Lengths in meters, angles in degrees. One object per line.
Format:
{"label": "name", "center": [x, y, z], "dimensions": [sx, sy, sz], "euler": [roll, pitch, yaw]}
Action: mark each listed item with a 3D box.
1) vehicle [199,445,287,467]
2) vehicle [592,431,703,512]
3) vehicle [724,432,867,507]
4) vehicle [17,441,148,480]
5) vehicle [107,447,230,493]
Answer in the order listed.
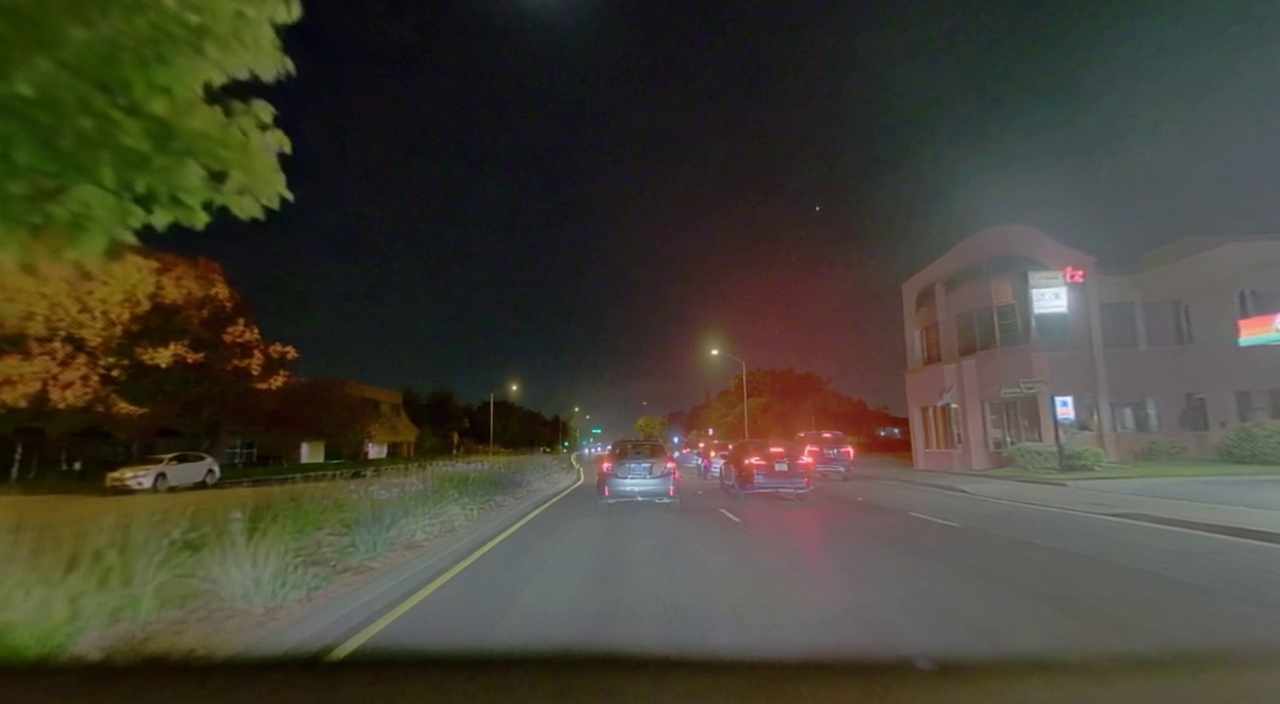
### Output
{"label": "vehicle", "center": [-28.075, 7.357, 44.787], "dimensions": [4.736, 1.491, 2.042], "euler": [0, -8, -2]}
{"label": "vehicle", "center": [0.145, 2.495, 13.646], "dimensions": [2.052, 1.488, 3.779], "euler": [0, -8, 0]}
{"label": "vehicle", "center": [3.395, 2.673, 14.891], "dimensions": [2.124, 1.476, 4.730], "euler": [0, -8, 0]}
{"label": "vehicle", "center": [-27.470, 5.347, 31.245], "dimensions": [4.494, 1.792, 2.037], "euler": [0, -8, 0]}
{"label": "vehicle", "center": [-19.169, 4.749, 25.927], "dimensions": [1.903, 1.706, 3.994], "euler": [0, -8, 0]}
